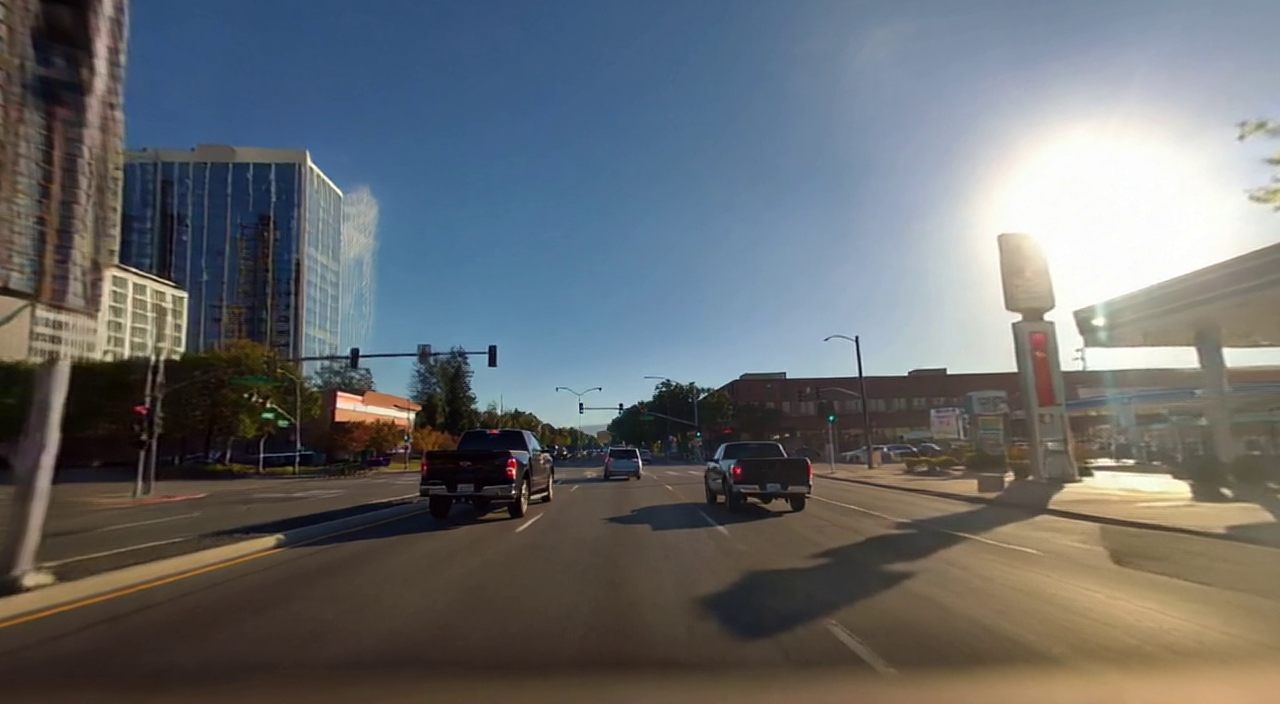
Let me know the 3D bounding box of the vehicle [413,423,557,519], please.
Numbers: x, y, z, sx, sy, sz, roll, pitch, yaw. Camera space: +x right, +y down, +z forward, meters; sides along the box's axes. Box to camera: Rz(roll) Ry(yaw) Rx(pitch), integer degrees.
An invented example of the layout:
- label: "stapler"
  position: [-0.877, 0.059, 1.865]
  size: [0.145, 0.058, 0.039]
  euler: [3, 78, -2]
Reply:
- label: "vehicle"
  position: [-3.493, 2.810, 15.576]
  size: [2.195, 1.905, 5.634]
  euler: [0, -9, -1]

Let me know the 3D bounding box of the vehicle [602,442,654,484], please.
- label: "vehicle"
  position: [-0.532, 4.612, 26.479]
  size: [2.029, 1.605, 3.827]
  euler: [0, -9, -2]

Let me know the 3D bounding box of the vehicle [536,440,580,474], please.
- label: "vehicle"
  position: [-5.298, 6.657, 40.255]
  size: [2.321, 2.026, 5.307]
  euler: [2, -9, -12]

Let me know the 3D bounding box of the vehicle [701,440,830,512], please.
- label: "vehicle"
  position: [2.838, 2.932, 15.457]
  size: [2.061, 1.487, 4.462]
  euler: [0, -9, -3]
